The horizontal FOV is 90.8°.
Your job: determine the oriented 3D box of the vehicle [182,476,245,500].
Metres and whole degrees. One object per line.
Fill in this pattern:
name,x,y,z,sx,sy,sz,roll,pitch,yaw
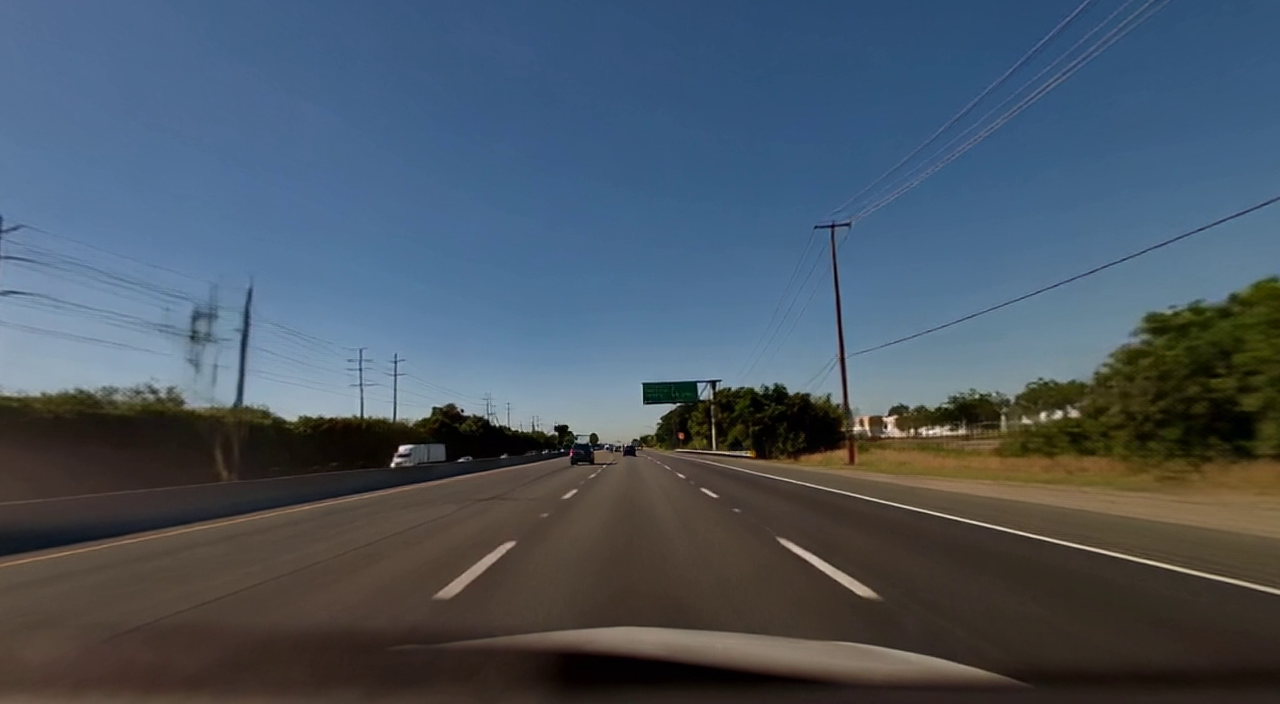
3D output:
vehicle,-33.174,10.583,49.269,1.801,1.522,4.587,0,-8,-1

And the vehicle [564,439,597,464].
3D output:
vehicle,-4.497,7.611,48.463,2.130,1.823,4.761,0,-8,0
